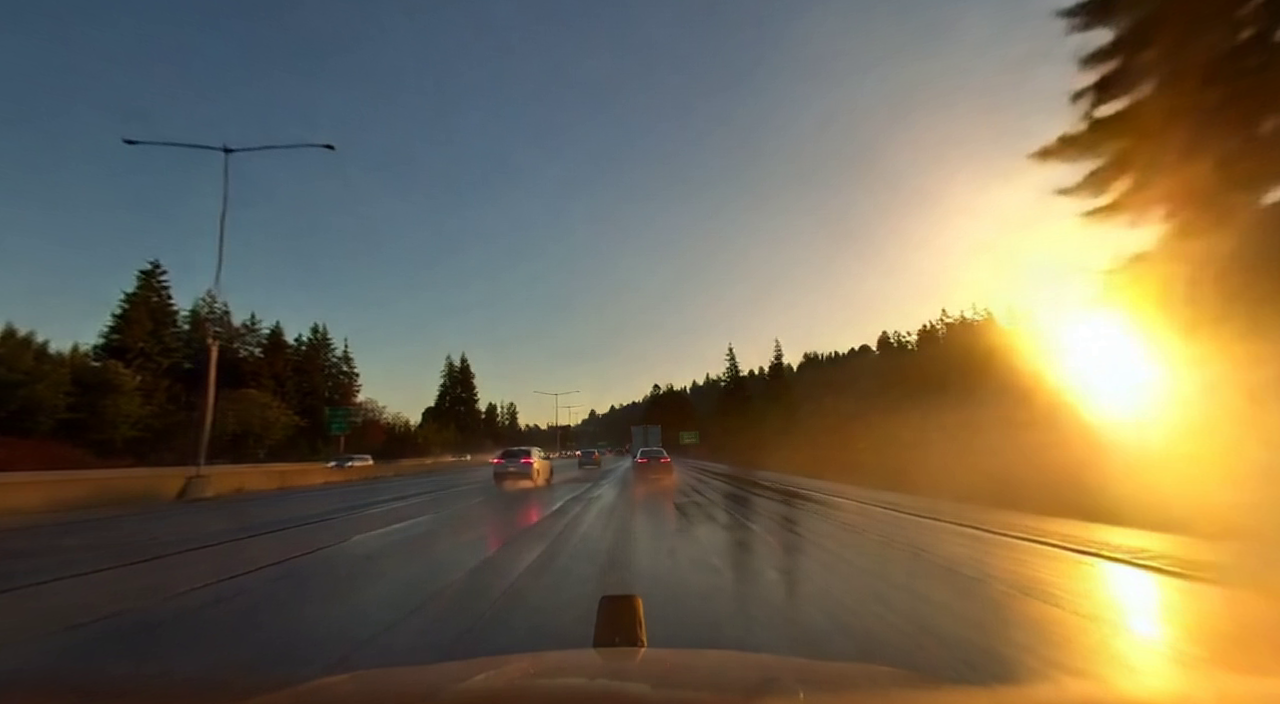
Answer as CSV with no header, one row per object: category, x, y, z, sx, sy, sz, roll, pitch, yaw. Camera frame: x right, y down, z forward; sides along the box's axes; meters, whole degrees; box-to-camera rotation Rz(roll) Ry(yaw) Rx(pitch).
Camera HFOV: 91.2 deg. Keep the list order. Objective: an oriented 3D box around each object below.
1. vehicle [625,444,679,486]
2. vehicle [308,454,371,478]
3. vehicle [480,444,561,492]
vehicle,0.439,4.549,25.538,2.015,1.526,4.286,0,-9,0
vehicle,-20.367,7.752,42.755,1.921,1.485,4.671,-1,-9,1
vehicle,-4.089,4.050,22.234,1.940,1.502,4.463,-1,-9,0
